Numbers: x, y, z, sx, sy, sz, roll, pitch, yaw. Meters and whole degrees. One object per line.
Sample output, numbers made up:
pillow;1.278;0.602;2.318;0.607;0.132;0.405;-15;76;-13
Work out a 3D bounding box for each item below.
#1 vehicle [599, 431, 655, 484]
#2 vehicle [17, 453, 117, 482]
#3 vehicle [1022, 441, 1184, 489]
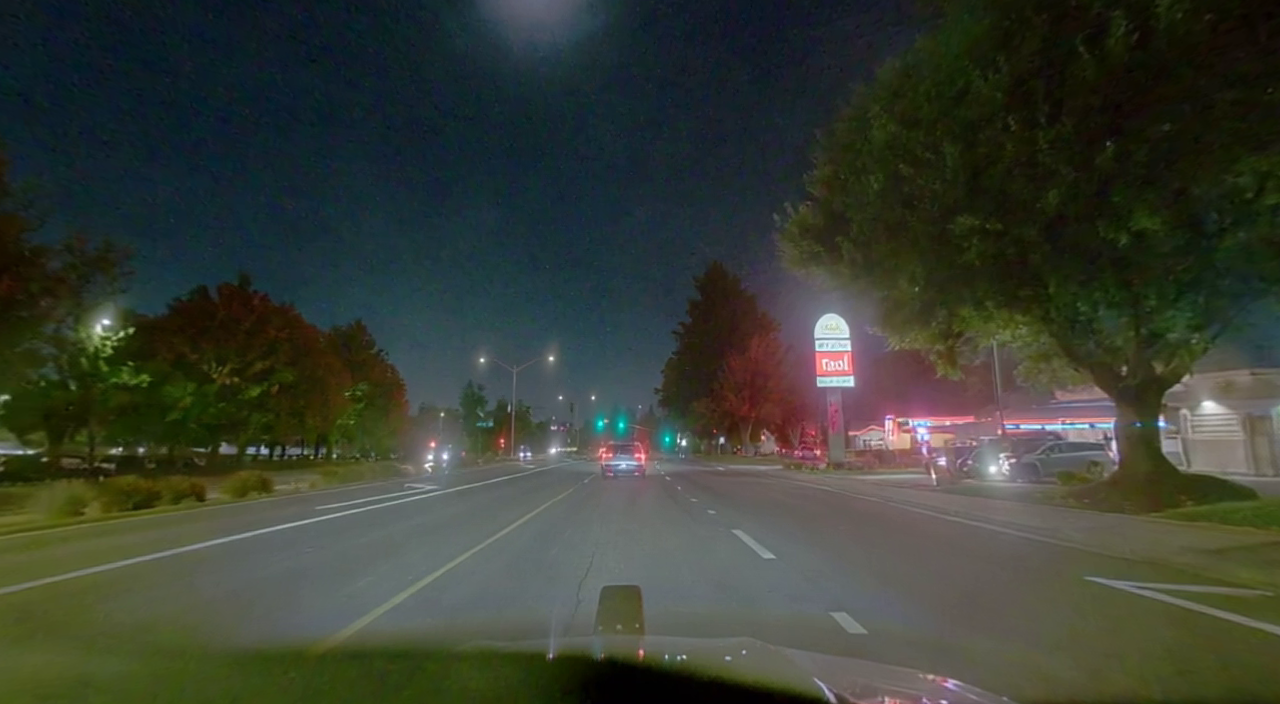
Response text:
vehicle;-0.531;4.281;25.812;2.096;1.961;4.259;0;-9;-1
vehicle;-33.741;6.789;37.238;4.154;1.578;1.771;0;-9;1
vehicle;16.454;4.026;22.623;4.290;1.617;1.751;0;-9;2
